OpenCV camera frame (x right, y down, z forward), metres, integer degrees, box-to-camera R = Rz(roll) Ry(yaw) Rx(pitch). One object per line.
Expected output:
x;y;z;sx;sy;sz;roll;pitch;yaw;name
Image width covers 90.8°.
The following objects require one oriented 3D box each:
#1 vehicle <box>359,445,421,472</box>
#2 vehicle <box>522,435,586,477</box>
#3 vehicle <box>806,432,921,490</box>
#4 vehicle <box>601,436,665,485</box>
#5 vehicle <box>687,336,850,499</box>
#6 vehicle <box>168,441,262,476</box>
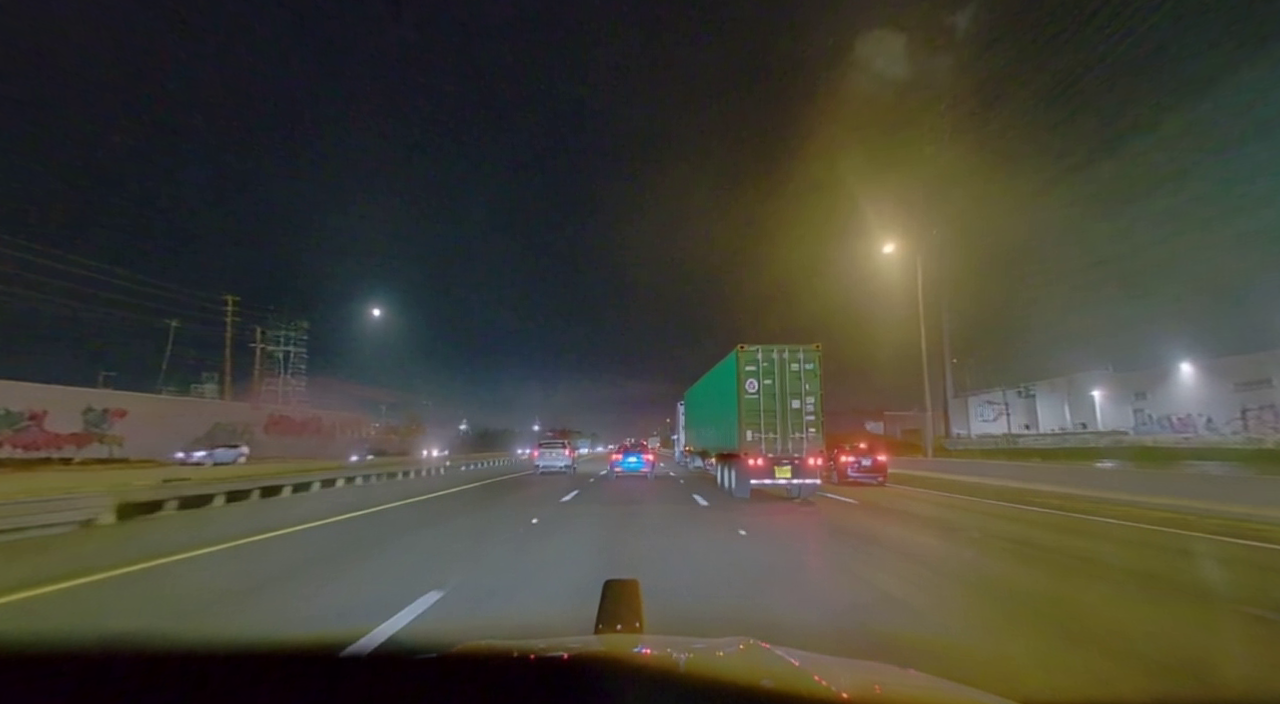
-14.545;6.220;37.068;1.959;1.487;4.293;0;-9;-2;vehicle
-3.984;4.932;30.063;2.264;1.804;4.584;0;-9;2;vehicle
7.328;3.639;21.350;2.202;1.731;4.628;0;-9;0;vehicle
-0.254;4.029;23.713;2.191;1.685;4.015;0;-9;0;vehicle
3.649;2.587;22.273;2.800;4.039;13.179;0;-9;-1;vehicle
-21.639;5.438;32.430;1.869;1.663;4.408;0;-9;-2;vehicle
